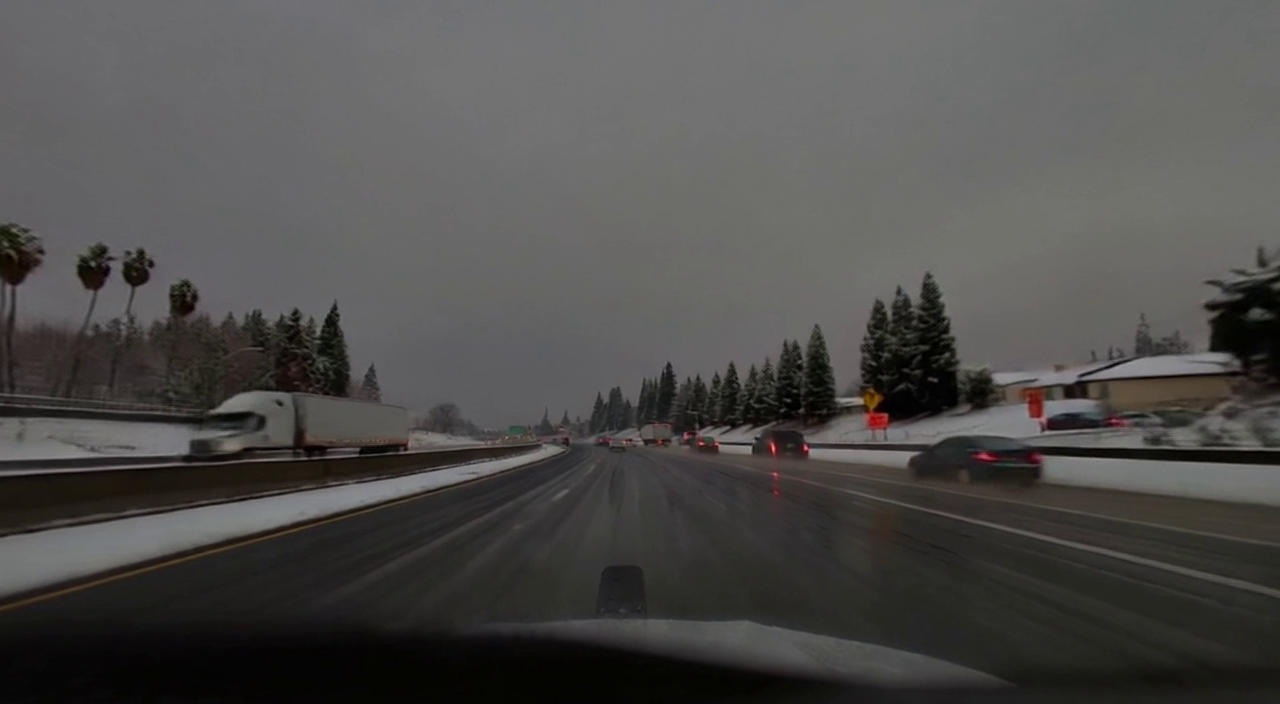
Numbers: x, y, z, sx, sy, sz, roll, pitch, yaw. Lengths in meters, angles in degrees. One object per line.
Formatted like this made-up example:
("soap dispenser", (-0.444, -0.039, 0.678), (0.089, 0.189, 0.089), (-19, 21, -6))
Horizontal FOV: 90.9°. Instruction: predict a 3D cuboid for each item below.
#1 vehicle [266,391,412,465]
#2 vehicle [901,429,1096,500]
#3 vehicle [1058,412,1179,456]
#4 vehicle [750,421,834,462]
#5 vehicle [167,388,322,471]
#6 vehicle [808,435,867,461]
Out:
("vehicle", (-20.199, 5.544, 44.362), (2.881, 4.181, 16.486), (0, -8, -2))
("vehicle", (8.460, 2.695, 15.501), (2.080, 1.457, 4.404), (0, -8, -2))
("vehicle", (23.673, 4.124, 31.497), (2.085, 1.989, 4.825), (0, -8, -2))
("vehicle", (8.034, 4.879, 34.197), (2.622, 1.977, 6.537), (0, -8, -3))
("vehicle", (-19.756, 4.043, 32.265), (3.084, 3.707, 7.432), (0, -8, -1))
("vehicle", (11.959, 5.846, 38.563), (1.846, 1.480, 4.752), (0, -8, -4))
